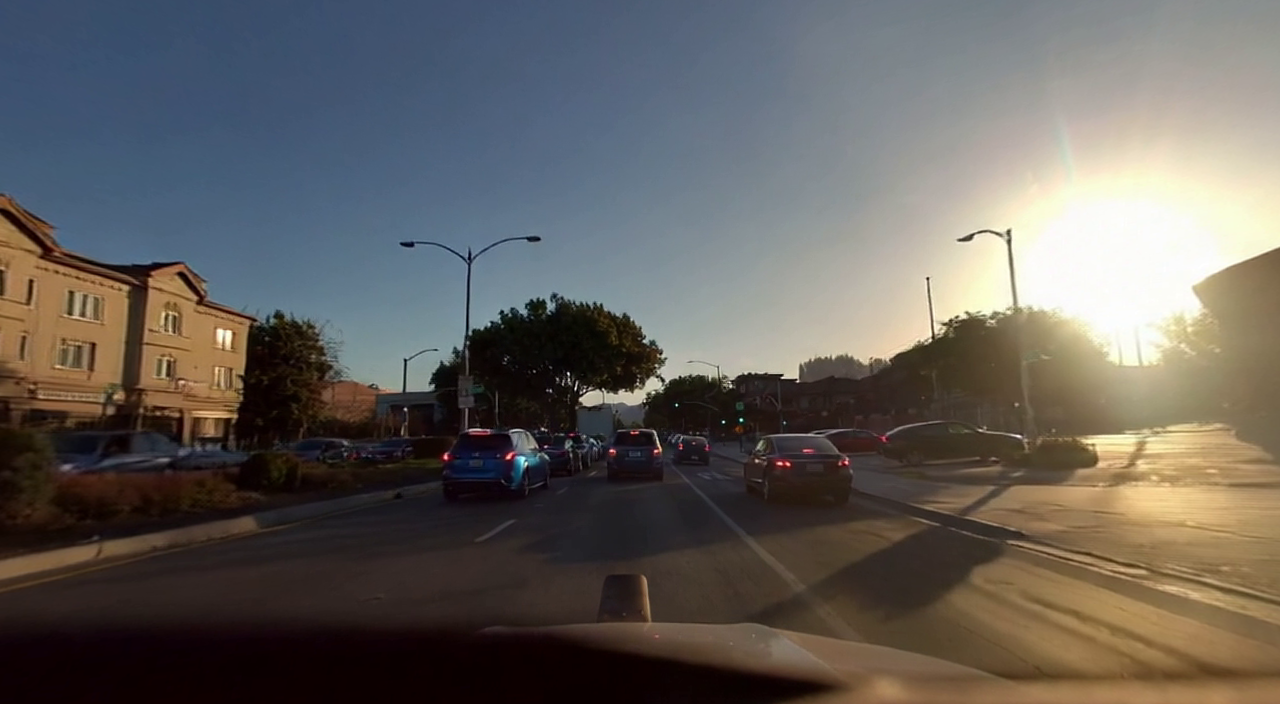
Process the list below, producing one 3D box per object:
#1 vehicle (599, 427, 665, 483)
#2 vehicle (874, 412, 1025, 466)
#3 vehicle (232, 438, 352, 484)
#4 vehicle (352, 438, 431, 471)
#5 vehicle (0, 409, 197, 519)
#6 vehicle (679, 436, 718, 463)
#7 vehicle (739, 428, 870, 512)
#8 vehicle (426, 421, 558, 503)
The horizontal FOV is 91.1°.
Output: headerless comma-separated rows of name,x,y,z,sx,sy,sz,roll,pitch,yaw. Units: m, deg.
vehicle,-0.201,3.483,21.484,2.022,1.700,4.084,0,-8,1
vehicle,12.420,3.544,25.460,4.991,1.978,2.090,-8,-12,43
vehicle,-12.380,3.889,22.712,1.843,1.509,4.301,0,-8,1
vehicle,-12.180,5.055,31.136,1.924,1.511,4.640,0,-8,1
vehicle,-12.292,2.243,12.861,2.245,1.908,5.613,0,-8,1
vehicle,3.352,5.678,36.671,1.948,1.475,4.093,0,-8,0
vehicle,3.411,2.516,13.824,1.847,1.554,3.885,0,-8,1
vehicle,-3.399,2.634,15.428,2.047,1.710,4.314,0,-8,2
